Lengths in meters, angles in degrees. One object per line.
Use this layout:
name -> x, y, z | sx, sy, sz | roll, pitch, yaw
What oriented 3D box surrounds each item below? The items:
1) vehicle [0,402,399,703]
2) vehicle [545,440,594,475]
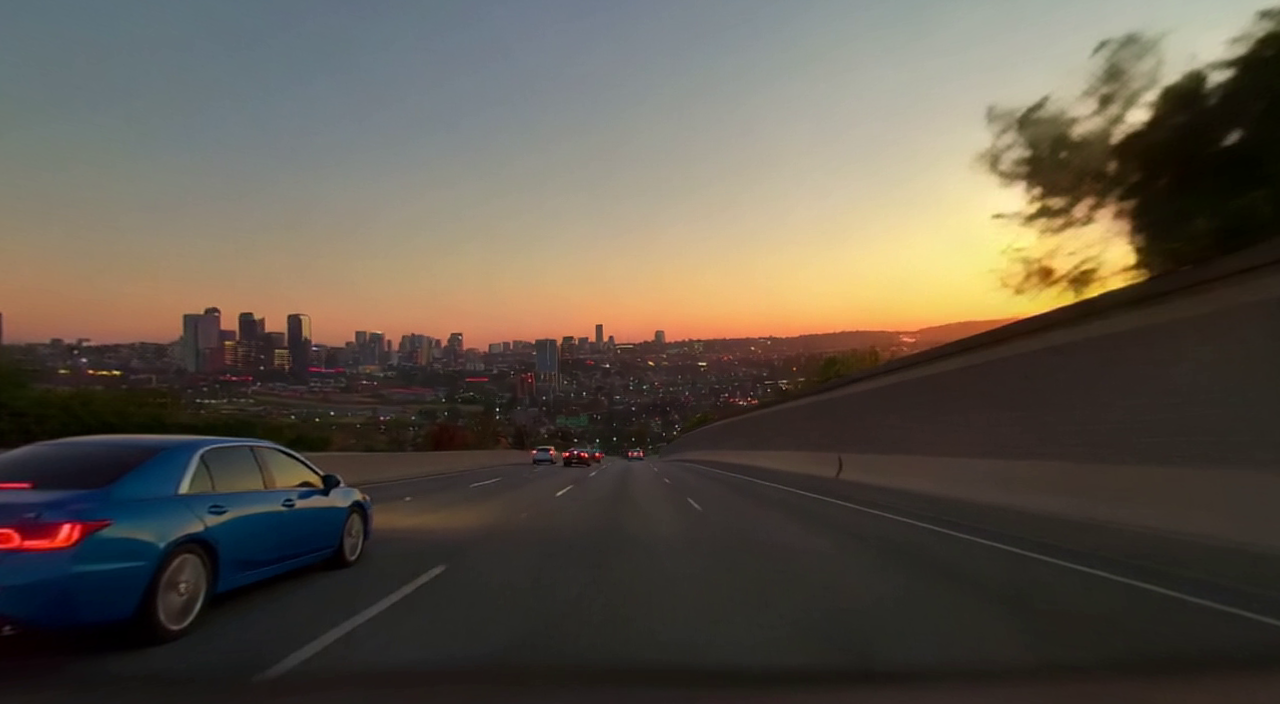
vehicle -> -3.754, 1.270, 4.698 | 2.114, 1.480, 4.473 | 0, -9, 1
vehicle -> -3.619, 5.516, 33.176 | 2.075, 1.702, 4.257 | 0, -9, 0
